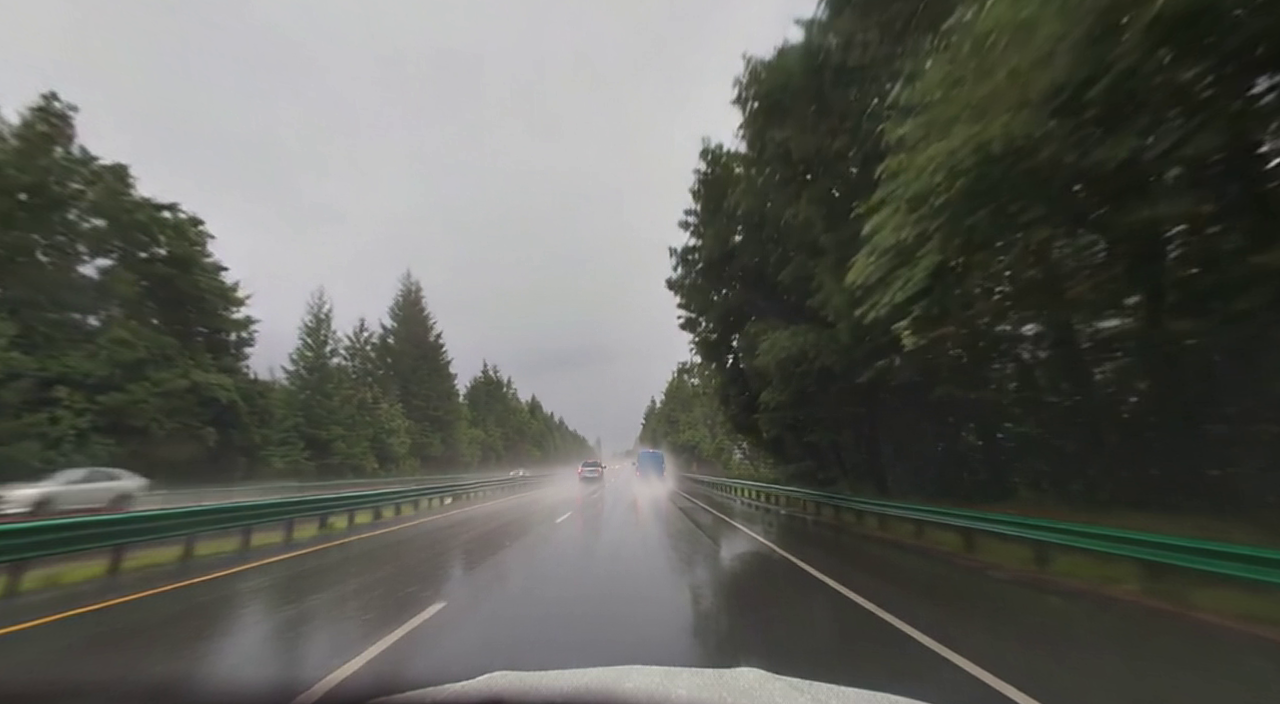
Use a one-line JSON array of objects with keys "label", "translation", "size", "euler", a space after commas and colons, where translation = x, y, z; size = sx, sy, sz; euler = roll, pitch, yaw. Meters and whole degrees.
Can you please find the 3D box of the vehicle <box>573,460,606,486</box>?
[{"label": "vehicle", "translation": [-3.747, 9.124, 47.614], "size": [2.132, 1.805, 4.257], "euler": [1, -11, 0]}]
